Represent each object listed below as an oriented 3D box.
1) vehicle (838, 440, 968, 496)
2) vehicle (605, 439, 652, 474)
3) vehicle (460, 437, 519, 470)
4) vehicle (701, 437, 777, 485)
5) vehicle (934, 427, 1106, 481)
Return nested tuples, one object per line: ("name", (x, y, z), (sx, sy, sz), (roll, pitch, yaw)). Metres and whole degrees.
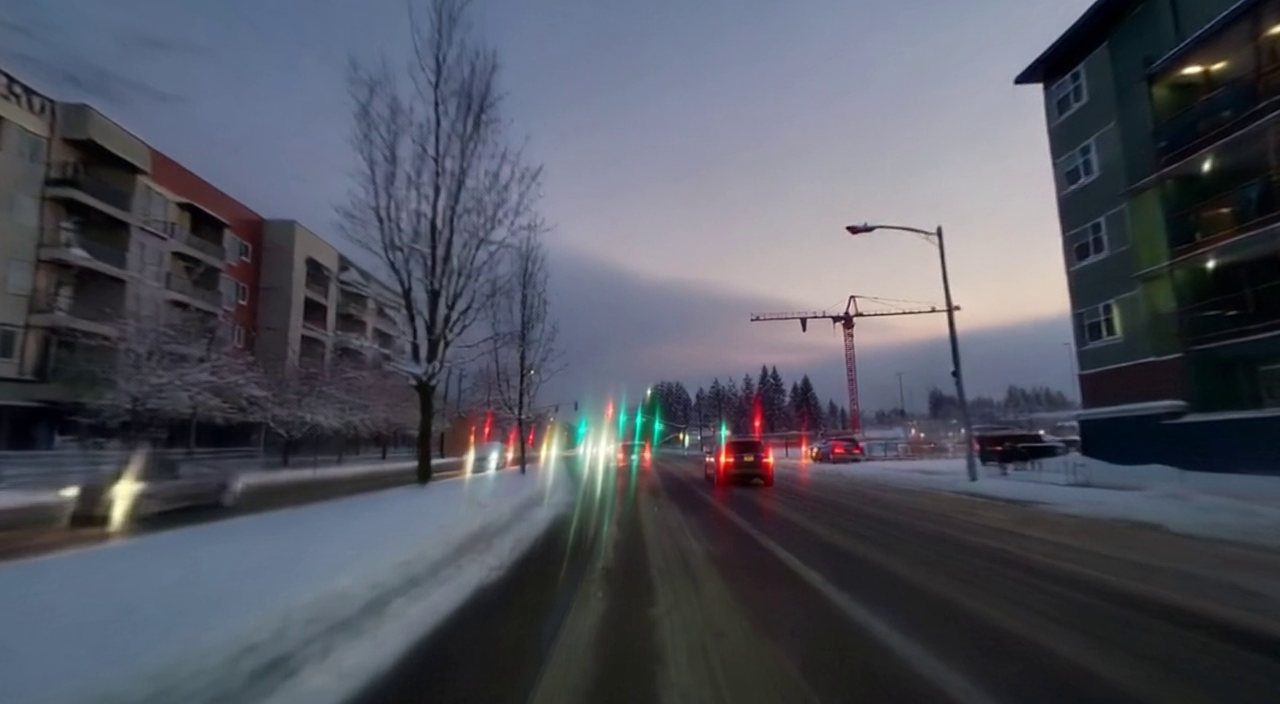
("vehicle", (7.559, 3.362, 18.738), (1.883, 1.452, 4.598), (0, -9, 0))
("vehicle", (-0.490, 4.755, 28.873), (2.006, 1.487, 3.535), (0, -9, 0))
("vehicle", (-8.140, 5.533, 34.635), (2.072, 1.623, 4.564), (0, -8, 0))
("vehicle", (3.288, 3.719, 21.849), (1.910, 1.474, 4.003), (0, -9, -1))
("vehicle", (13.041, 3.528, 21.912), (4.622, 1.761, 1.986), (0, -9, 0))
